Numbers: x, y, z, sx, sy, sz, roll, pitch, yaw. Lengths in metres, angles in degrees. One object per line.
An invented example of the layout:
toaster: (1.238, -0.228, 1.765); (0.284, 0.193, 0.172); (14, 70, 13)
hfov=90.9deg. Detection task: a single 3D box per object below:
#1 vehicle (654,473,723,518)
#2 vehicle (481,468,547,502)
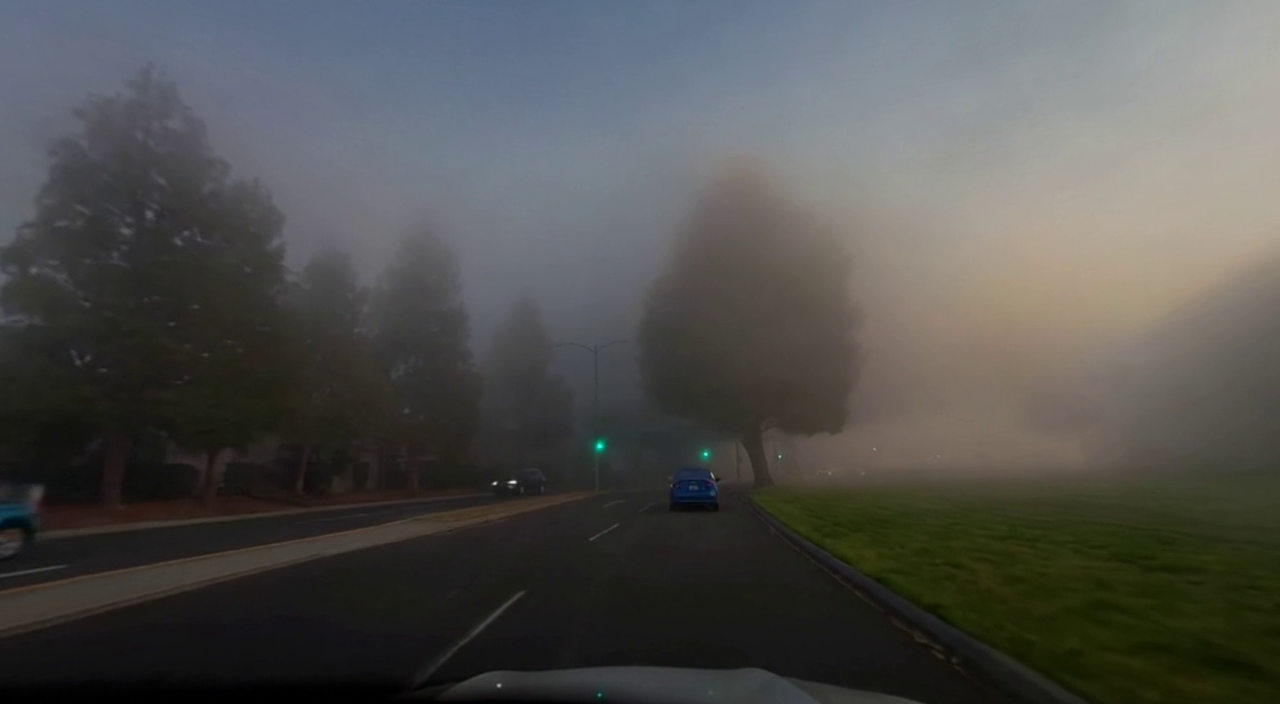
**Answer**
vehicle: (1.781, 4.753, 21.334); (1.972, 1.250, 5.282); (-1, -11, 8)
vehicle: (-7.394, 7.835, 37.418); (2.066, 1.744, 4.771); (-5, -11, 12)
